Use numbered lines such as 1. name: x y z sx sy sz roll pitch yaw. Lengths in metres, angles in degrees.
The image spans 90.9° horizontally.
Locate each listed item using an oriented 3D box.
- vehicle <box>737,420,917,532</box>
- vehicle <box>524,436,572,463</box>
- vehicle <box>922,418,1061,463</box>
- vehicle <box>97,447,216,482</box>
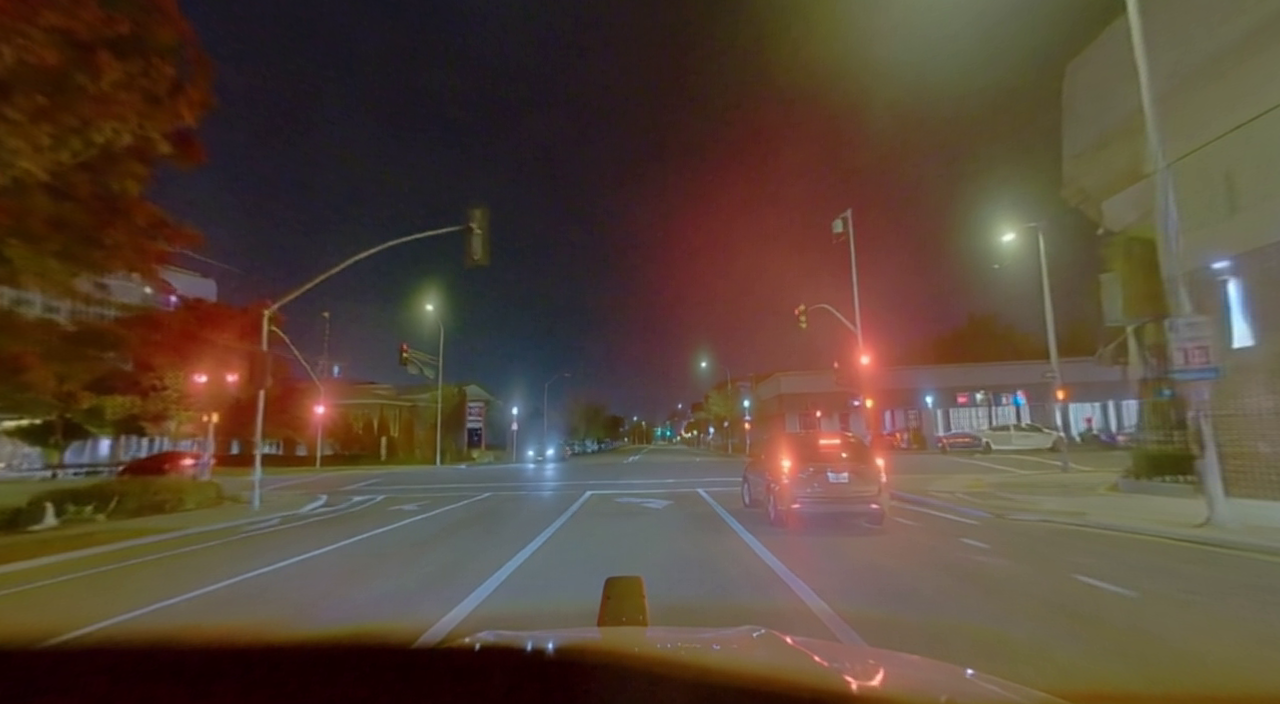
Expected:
1. vehicle: 2.968 2.052 10.955 1.947 1.576 3.825 0 -8 0
2. vehicle: -6.071 6.523 42.189 1.972 1.693 4.516 -2 -8 8
3. vehicle: 14.657 3.738 26.519 4.611 1.778 1.939 0 -8 0
4. vehicle: -22.715 5.262 29.725 4.037 1.562 2.099 -1 -8 8
